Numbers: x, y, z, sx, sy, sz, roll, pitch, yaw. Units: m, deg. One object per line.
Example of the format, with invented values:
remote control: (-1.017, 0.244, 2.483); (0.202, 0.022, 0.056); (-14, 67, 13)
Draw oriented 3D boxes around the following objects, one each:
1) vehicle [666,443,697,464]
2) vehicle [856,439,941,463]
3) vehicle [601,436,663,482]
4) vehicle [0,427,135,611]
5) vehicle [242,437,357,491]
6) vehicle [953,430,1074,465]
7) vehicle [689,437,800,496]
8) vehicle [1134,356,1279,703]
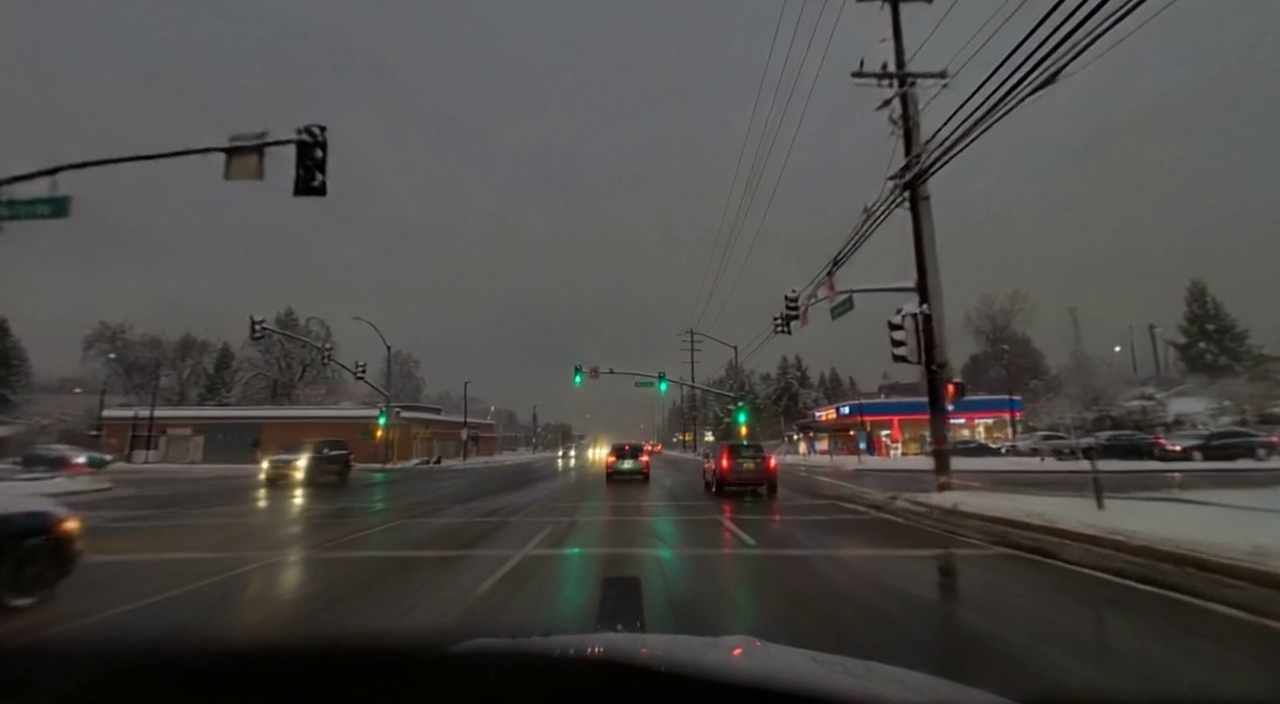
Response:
vehicle: (3.075, 7.668, 47.766); (1.971, 1.477, 4.121); (0, -8, -1)
vehicle: (16.885, 6.477, 41.393); (4.749, 1.465, 1.938); (0, -9, -3)
vehicle: (-0.304, 3.827, 22.840); (2.065, 1.484, 3.894); (0, -8, -1)
vehicle: (-6.222, 1.236, 4.299); (2.075, 1.470, 4.190); (0, -8, 0)
vehicle: (-14.424, 4.757, 27.160); (2.233, 2.072, 4.813); (0, -8, 0)
vehicle: (17.350, 4.444, 29.467); (4.436, 1.503, 1.844); (0, -9, -2)
vehicle: (2.780, 3.184, 17.998); (2.208, 1.436, 4.542); (0, -8, -3)
vehicle: (3.776, 0.615, 0.866); (2.452, 1.682, 4.565); (0, -8, 0)
